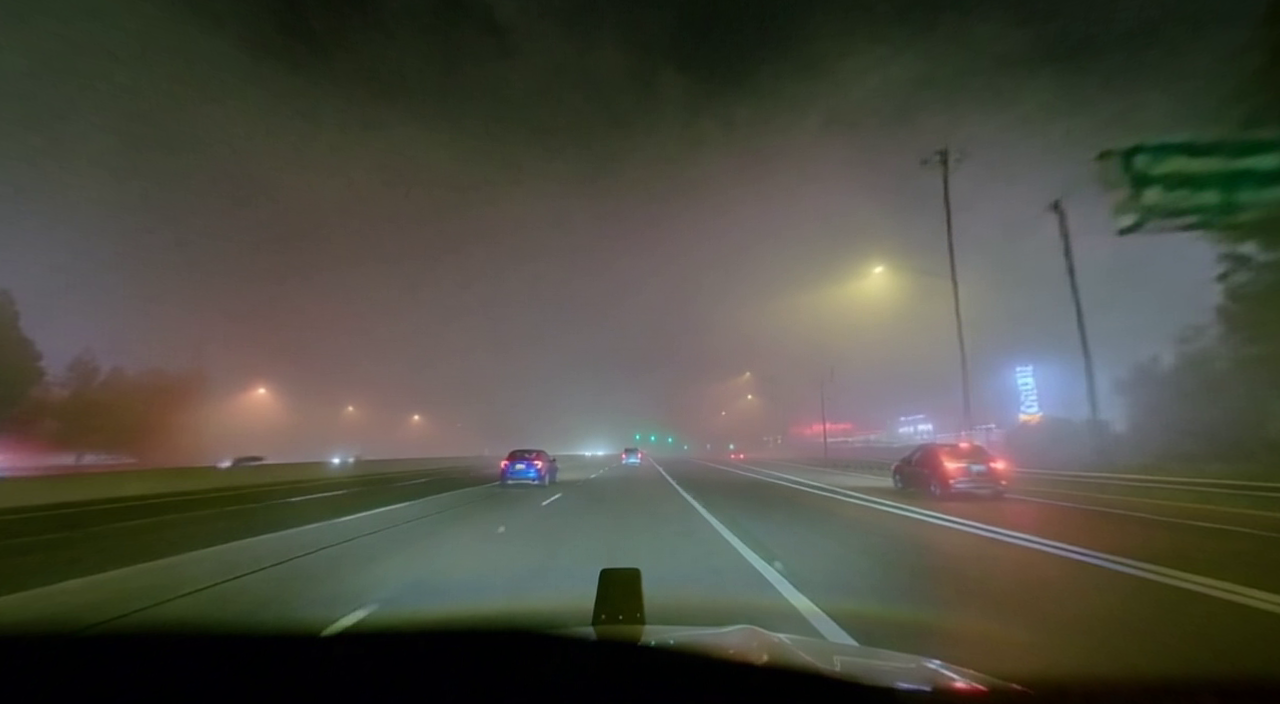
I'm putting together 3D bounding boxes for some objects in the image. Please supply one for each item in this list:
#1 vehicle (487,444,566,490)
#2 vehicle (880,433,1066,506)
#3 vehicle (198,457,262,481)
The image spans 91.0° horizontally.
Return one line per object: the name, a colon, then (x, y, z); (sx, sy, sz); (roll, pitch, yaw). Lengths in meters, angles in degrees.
vehicle: (-4.140, 4.278, 23.686); (2.071, 1.553, 4.388); (0, -9, 1)
vehicle: (8.236, 2.966, 16.355); (2.035, 1.566, 5.409); (0, -9, 2)
vehicle: (-29.389, 8.386, 45.272); (1.790, 1.522, 4.123); (0, -9, 0)
